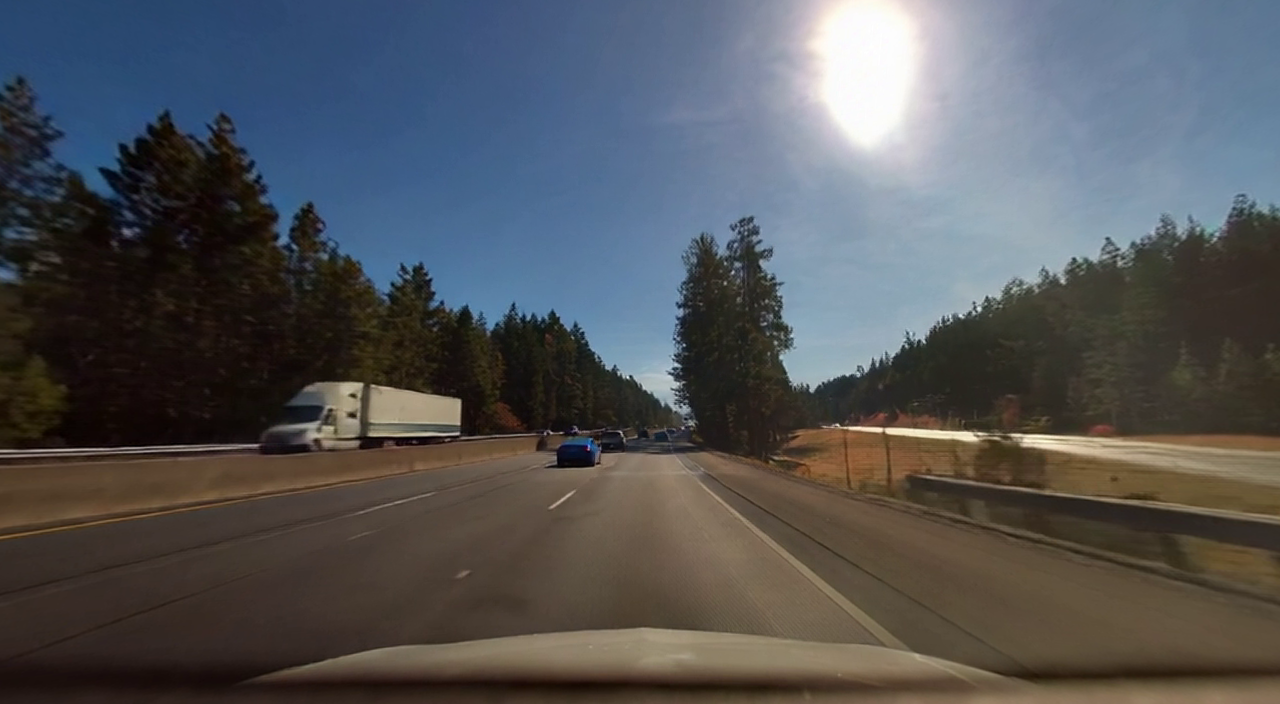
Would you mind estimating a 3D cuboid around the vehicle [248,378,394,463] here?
[{"bbox_3d":[-16.952,3.907,34.376,3.145,4.014,8.683,0,-8,2],"label":"vehicle"}]

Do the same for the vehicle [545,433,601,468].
[{"bbox_3d":[-3.147,4.771,30.535,2.053,1.589,4.671,0,-8,2],"label":"vehicle"}]
